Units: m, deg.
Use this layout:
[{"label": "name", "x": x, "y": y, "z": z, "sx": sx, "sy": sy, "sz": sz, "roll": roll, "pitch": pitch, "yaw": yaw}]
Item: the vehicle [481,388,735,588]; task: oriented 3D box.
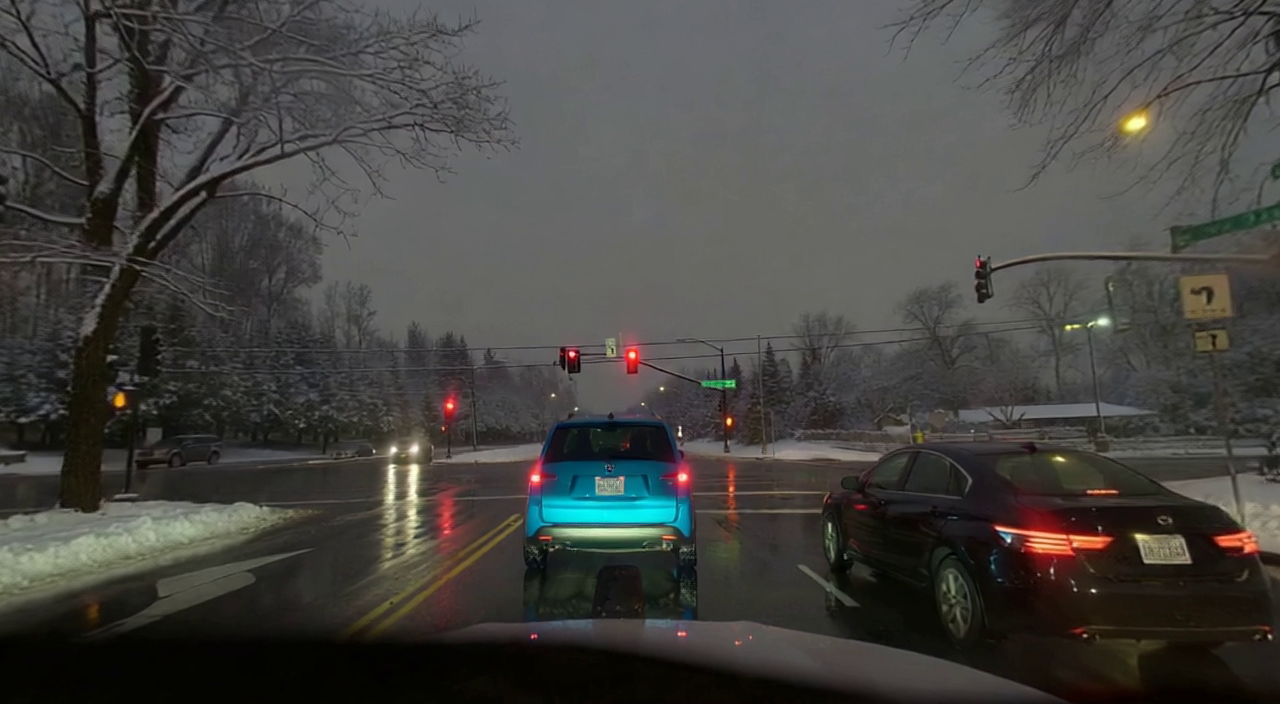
[{"label": "vehicle", "x": -0.343, "y": 1.523, "z": 7.808, "sx": 2.247, "sy": 1.760, "sz": 4.231, "roll": 0, "pitch": -9, "yaw": -2}]

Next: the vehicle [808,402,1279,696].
[{"label": "vehicle", "x": 3.172, "y": 1.403, "z": 5.778, "sx": 1.932, "sy": 1.562, "sz": 4.629, "roll": 0, "pitch": -9, "yaw": -1}]
